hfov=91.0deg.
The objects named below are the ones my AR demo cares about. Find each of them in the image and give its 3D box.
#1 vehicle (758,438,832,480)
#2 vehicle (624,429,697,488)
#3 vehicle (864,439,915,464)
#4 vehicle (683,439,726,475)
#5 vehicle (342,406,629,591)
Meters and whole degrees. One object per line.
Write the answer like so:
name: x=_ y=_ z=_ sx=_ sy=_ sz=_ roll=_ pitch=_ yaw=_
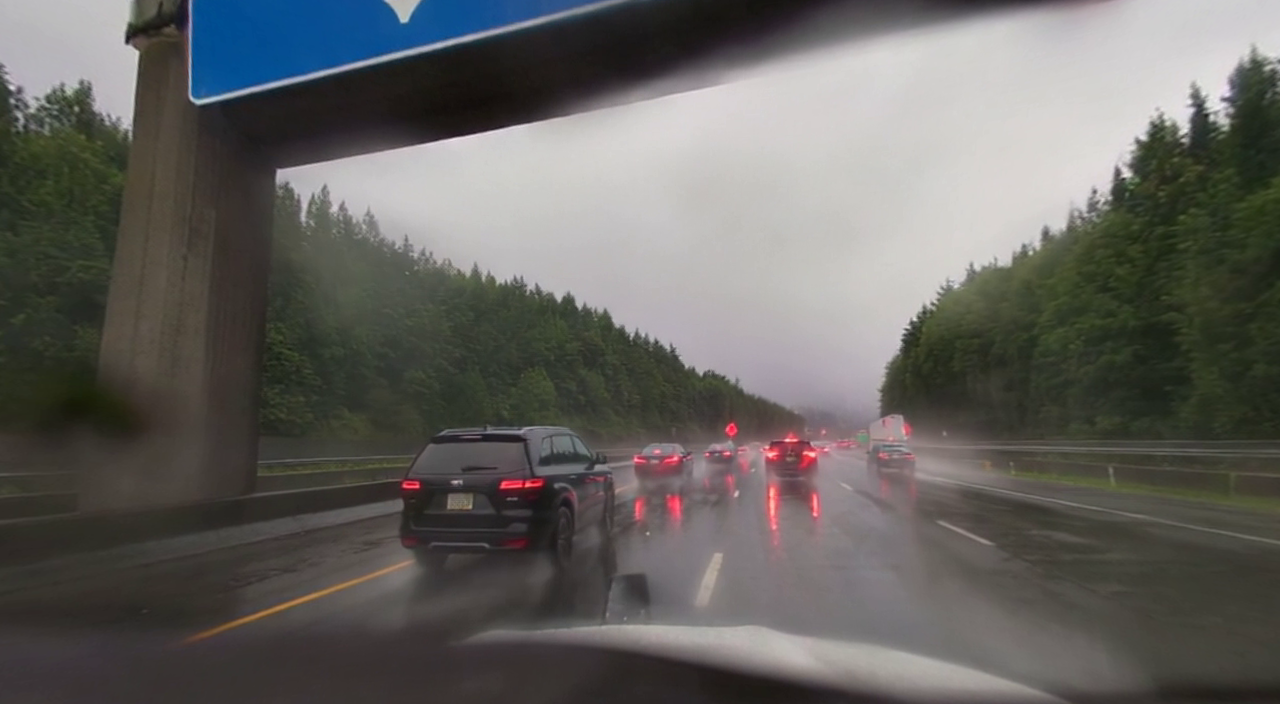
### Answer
vehicle: x=5.802 y=4.037 z=24.158 sx=1.962 sy=1.442 sz=4.536 roll=-1 pitch=-8 yaw=4
vehicle: x=0.737 y=3.336 z=19.974 sx=2.017 sy=1.662 sz=3.543 roll=-1 pitch=-8 yaw=7
vehicle: x=15.894 y=6.317 z=40.268 sx=1.990 sy=1.478 sz=4.475 roll=-1 pitch=-8 yaw=8
vehicle: x=2.873 y=4.572 z=27.717 sx=1.755 sy=1.457 sz=3.686 roll=-1 pitch=-8 yaw=7
vehicle: x=-1.477 y=1.621 z=7.853 sx=2.021 sy=1.635 sz=4.085 roll=-1 pitch=-8 yaw=9
